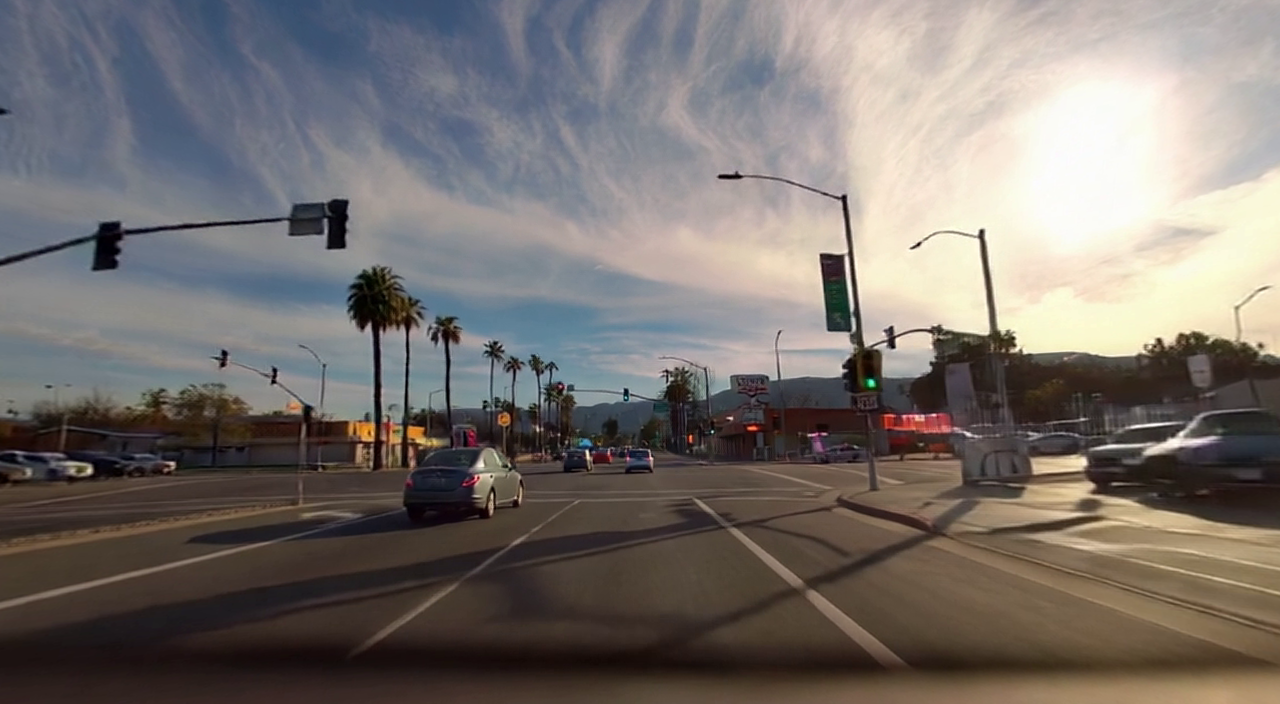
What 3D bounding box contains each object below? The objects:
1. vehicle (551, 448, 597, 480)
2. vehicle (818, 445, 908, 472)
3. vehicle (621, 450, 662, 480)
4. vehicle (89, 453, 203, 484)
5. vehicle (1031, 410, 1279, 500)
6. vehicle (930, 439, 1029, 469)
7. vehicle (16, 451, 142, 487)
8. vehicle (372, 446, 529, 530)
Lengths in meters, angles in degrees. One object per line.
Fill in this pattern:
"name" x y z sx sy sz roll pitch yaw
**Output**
"vehicle" -3.521 6.052 34.141 1.979 1.634 3.957 -1 -9 2
"vehicle" 13.301 6.387 37.661 4.532 1.504 2.087 0 -9 0
"vehicle" 0.086 6.082 34.181 2.094 1.496 4.070 0 -9 1
"vehicle" -28.869 6.828 36.793 4.945 1.582 1.938 -2 -10 -2
"vehicle" 10.932 2.210 13.646 1.982 1.623 4.211 0 -9 -2
"vehicle" 20.434 6.126 37.905 4.699 1.716 2.108 0 -9 0
"vehicle" -29.726 6.175 33.378 4.640 1.809 2.118 0 -9 1
"vehicle" -3.847 2.811 13.645 1.904 1.513 4.410 -1 -9 2
